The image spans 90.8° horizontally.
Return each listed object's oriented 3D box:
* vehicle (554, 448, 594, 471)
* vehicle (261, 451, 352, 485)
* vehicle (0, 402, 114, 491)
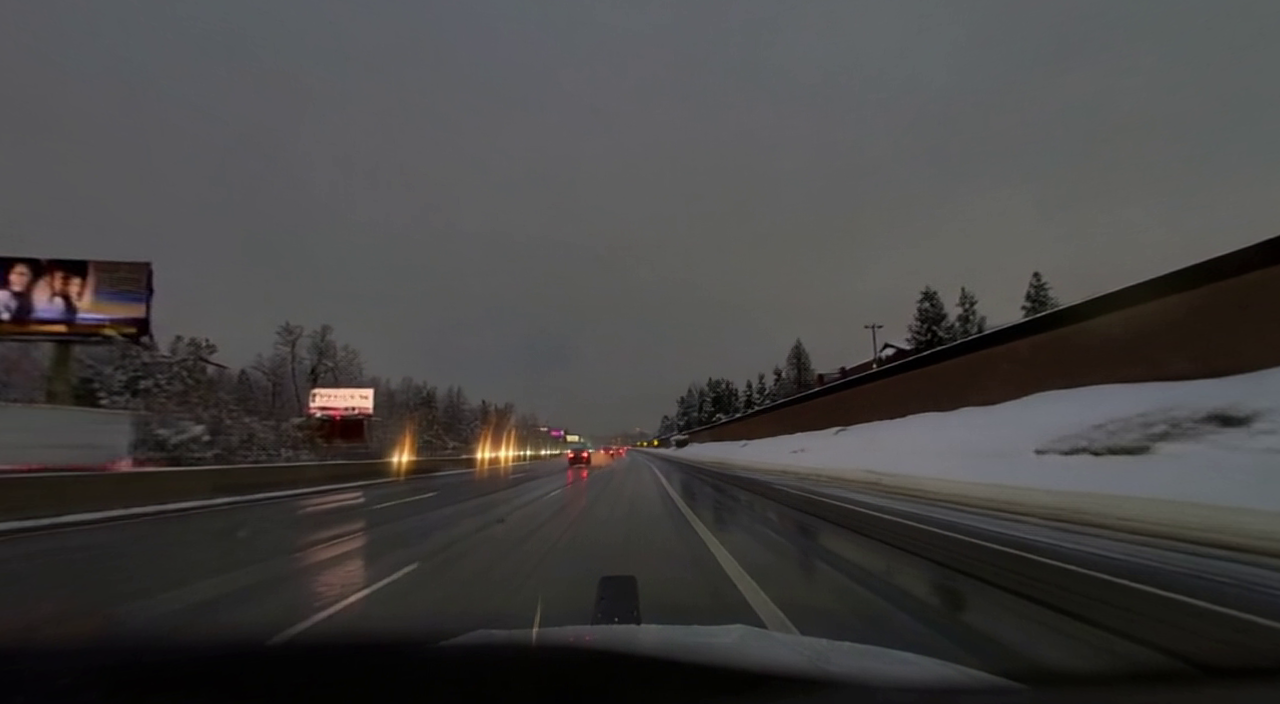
[{"bbox_3d":[-4.314,7.086,41.899,2.078,1.457,4.648,0,-8,1],"label":"vehicle"},{"bbox_3d":[-15.273,5.305,29.239,1.887,1.428,4.258,0,-9,0],"label":"vehicle"},{"bbox_3d":[-25.909,3.573,23.769,3.232,3.343,10.548,0,-9,-1],"label":"vehicle"}]
